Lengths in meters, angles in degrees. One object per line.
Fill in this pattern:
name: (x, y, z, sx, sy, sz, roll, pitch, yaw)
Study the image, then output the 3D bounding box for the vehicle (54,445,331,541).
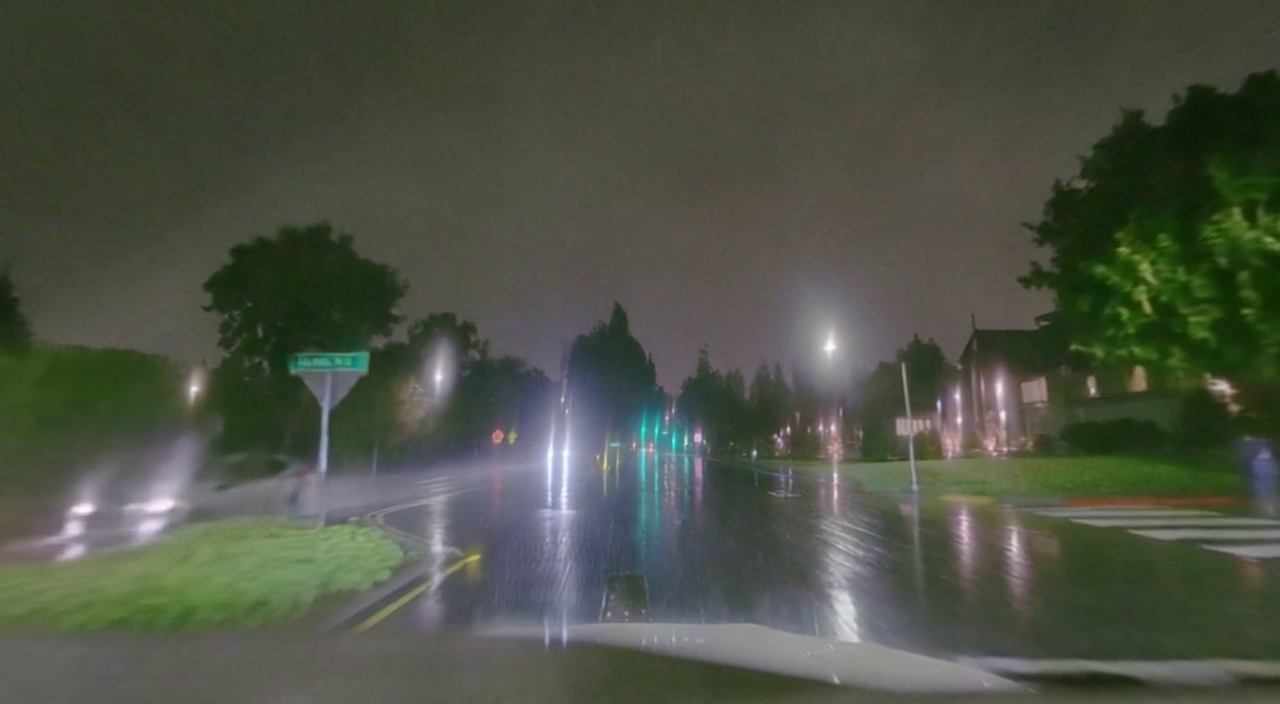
vehicle: (-8.112, 2.534, 12.142, 1.900, 1.472, 4.574, 0, -8, 1)
